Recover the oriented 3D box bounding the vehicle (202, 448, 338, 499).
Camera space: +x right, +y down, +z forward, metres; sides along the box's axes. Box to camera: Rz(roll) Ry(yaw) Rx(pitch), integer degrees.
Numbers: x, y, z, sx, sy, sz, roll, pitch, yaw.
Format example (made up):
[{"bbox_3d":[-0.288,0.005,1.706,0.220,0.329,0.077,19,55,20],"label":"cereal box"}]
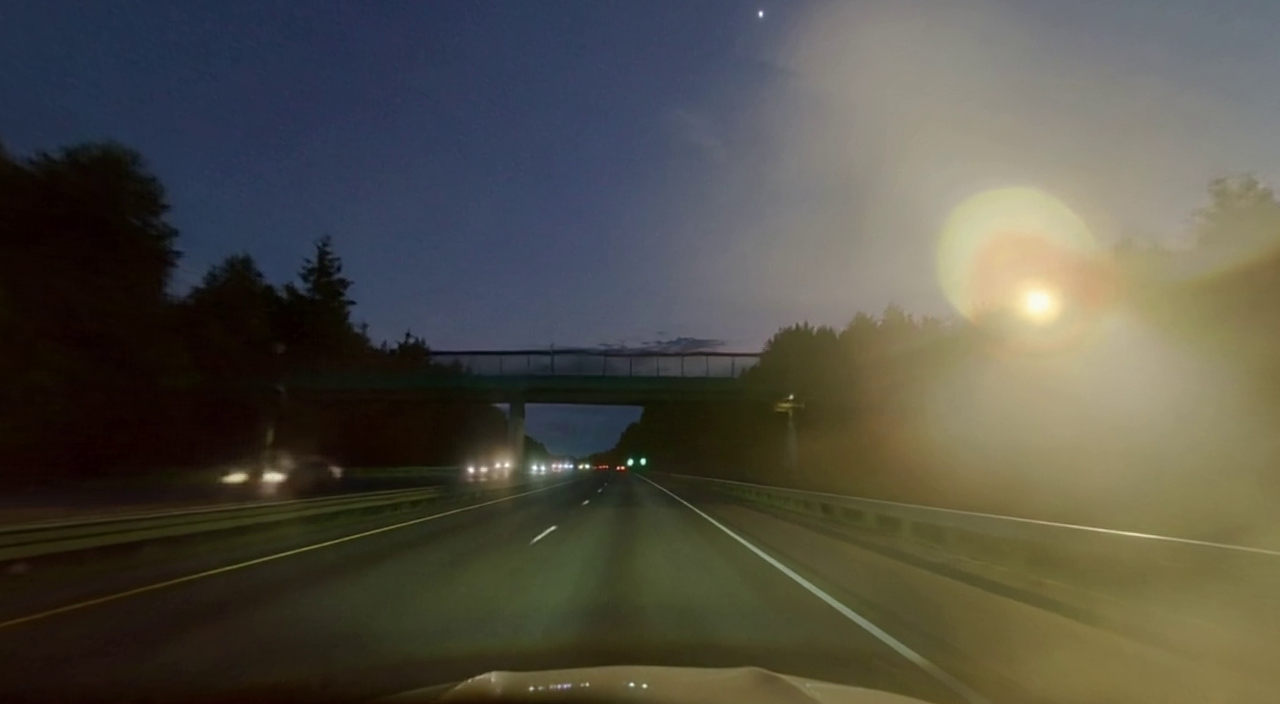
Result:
[{"bbox_3d":[-13.028,4.339,22.580,2.113,1.597,4.475,1,-11,0],"label":"vehicle"}]
